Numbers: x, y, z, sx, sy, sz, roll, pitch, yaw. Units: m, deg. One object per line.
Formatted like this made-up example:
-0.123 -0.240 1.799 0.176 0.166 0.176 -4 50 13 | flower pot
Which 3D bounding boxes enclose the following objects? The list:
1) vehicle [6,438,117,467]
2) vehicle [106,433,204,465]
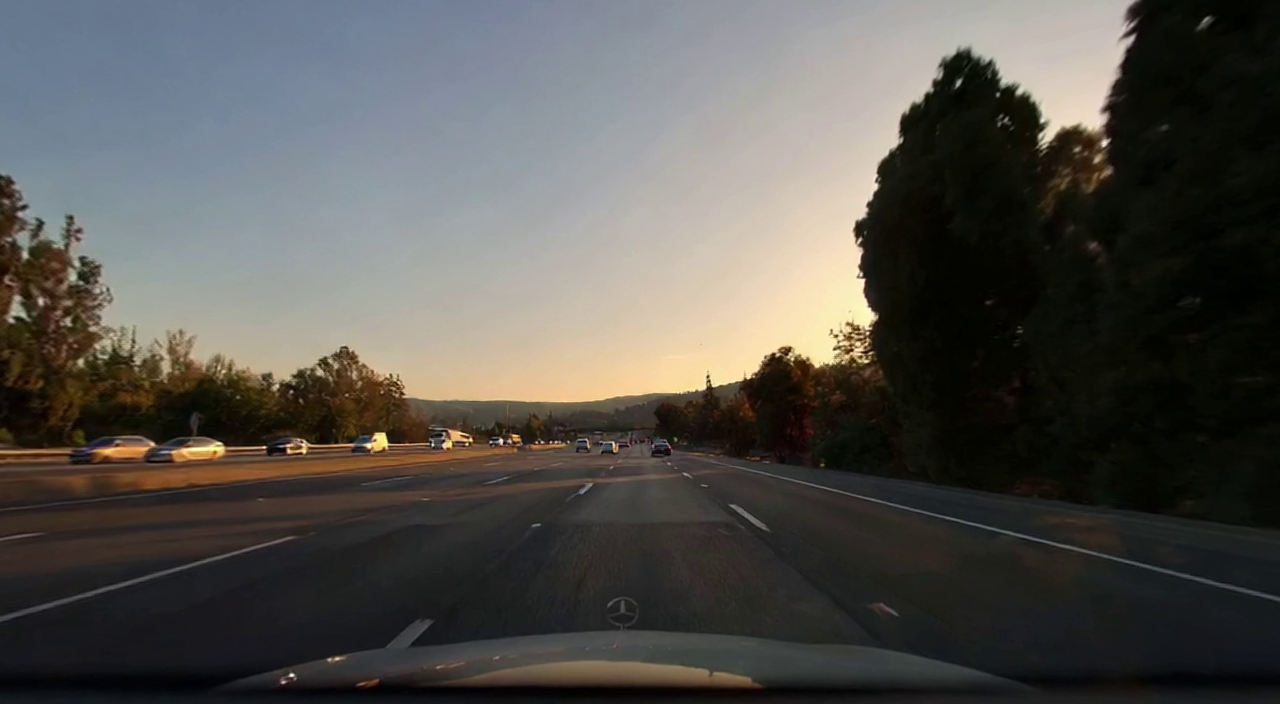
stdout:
-31.613 5.491 34.699 1.815 1.456 4.508 0 -8 0 | vehicle
-27.732 5.559 36.311 2.011 1.727 4.577 0 -8 0 | vehicle
